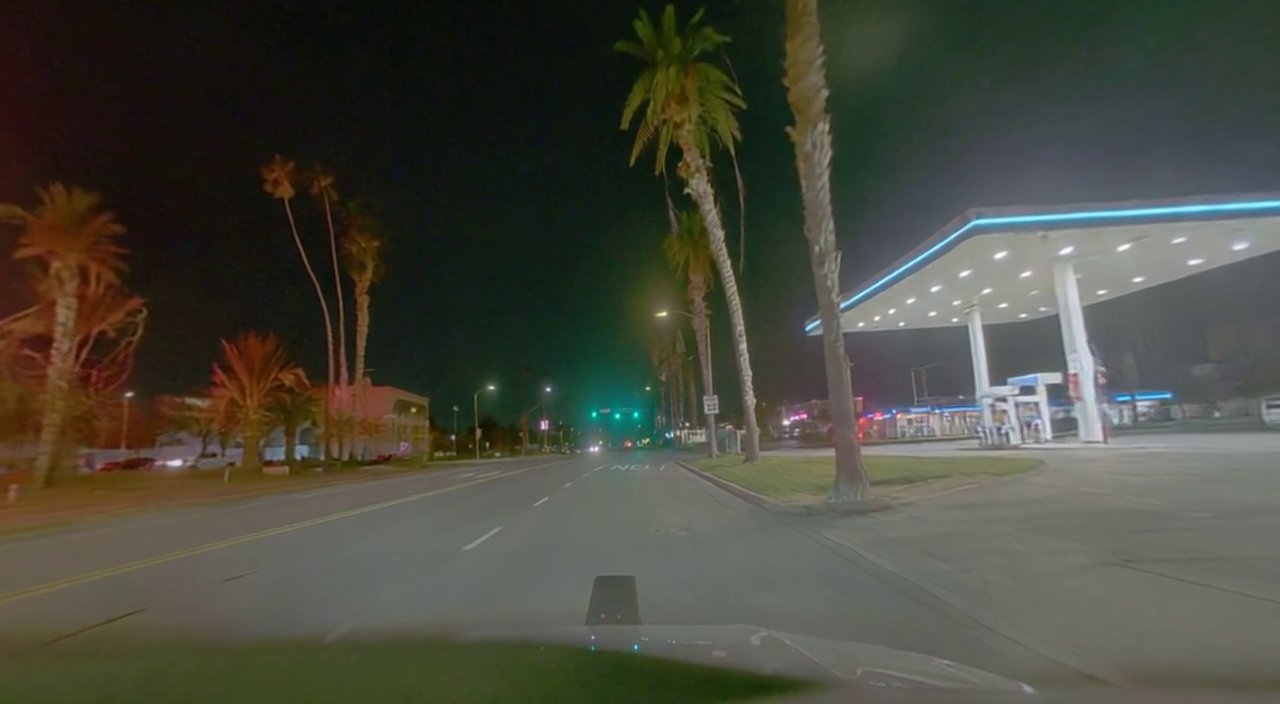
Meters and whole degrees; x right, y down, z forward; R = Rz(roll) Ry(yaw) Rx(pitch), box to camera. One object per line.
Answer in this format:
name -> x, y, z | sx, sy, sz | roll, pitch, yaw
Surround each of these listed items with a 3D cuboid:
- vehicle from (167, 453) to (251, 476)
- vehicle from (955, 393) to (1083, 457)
vehicle -> -29.031, 7.545, 42.429 | 4.420, 1.445, 1.954 | 6, -11, -37
vehicle -> 15.967, 3.136, 26.401 | 5.529, 2.395, 2.399 | 6, -10, -35
